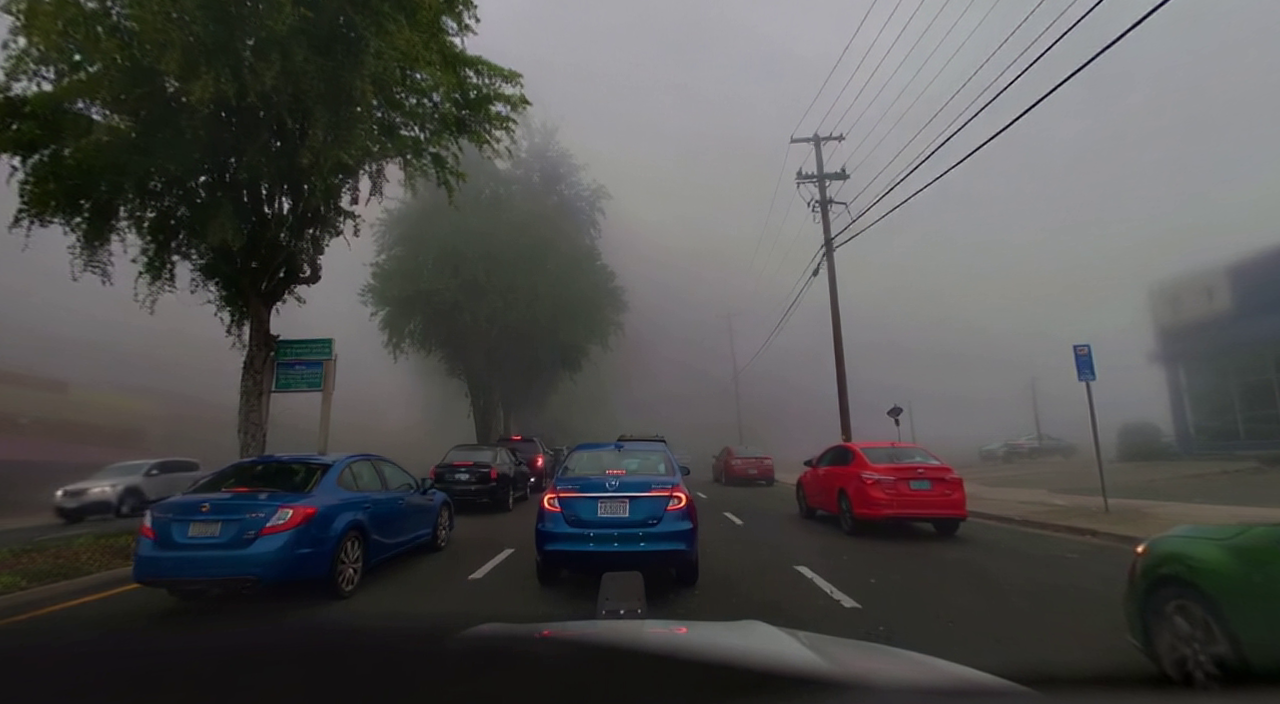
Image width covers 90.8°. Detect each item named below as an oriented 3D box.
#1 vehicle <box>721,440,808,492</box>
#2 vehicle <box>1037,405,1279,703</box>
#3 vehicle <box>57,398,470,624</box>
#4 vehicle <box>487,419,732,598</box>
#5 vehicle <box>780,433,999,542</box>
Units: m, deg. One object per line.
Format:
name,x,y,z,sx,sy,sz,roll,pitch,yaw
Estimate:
vehicle,3.804,3.557,20.039,1.876,1.456,4.025,0,-9,-1
vehicle,3.604,0.848,1.823,1.929,1.479,4.723,0,-9,1
vehicle,-3.434,1.526,6.997,1.979,1.697,4.254,0,-9,-1
vehicle,-0.318,1.632,7.396,2.097,1.511,3.809,0,-9,-2
vehicle,3.921,2.195,10.900,1.909,1.473,4.361,0,-9,-1
